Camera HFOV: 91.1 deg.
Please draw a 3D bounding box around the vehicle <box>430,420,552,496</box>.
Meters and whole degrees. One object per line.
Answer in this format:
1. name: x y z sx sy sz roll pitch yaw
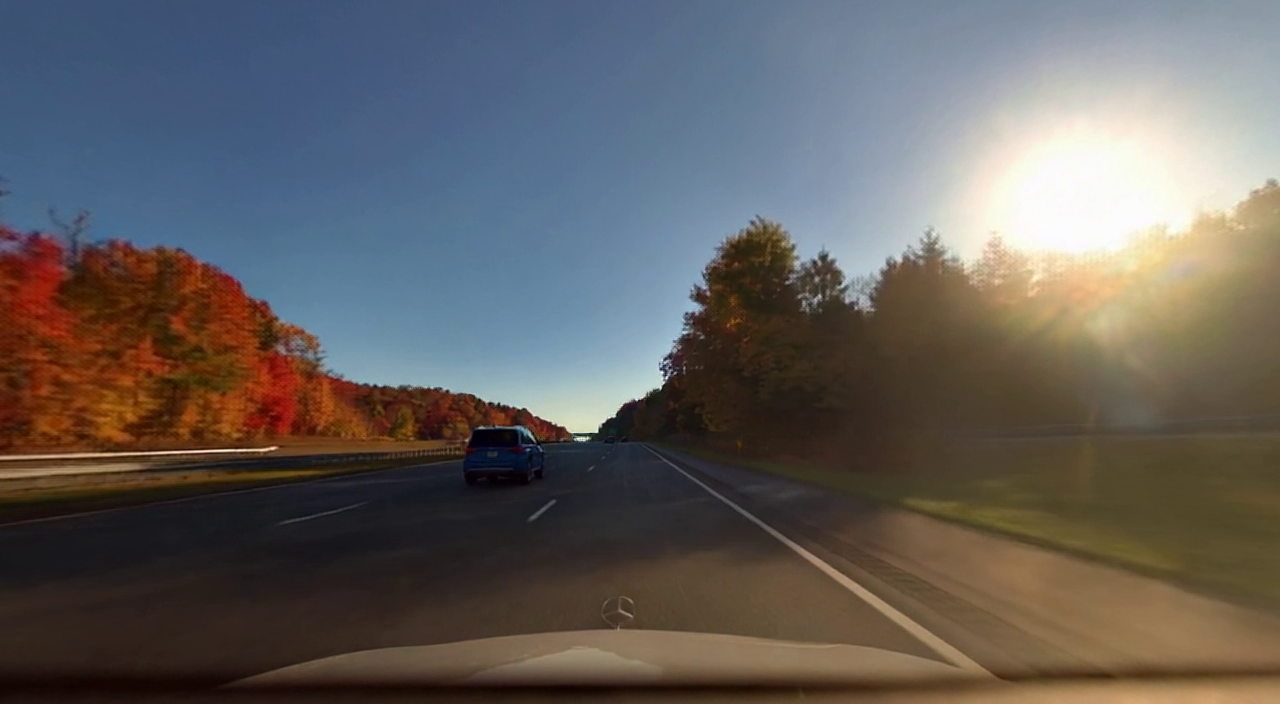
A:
1. vehicle: -3.630 2.653 16.266 2.057 1.666 4.552 0 -8 0
